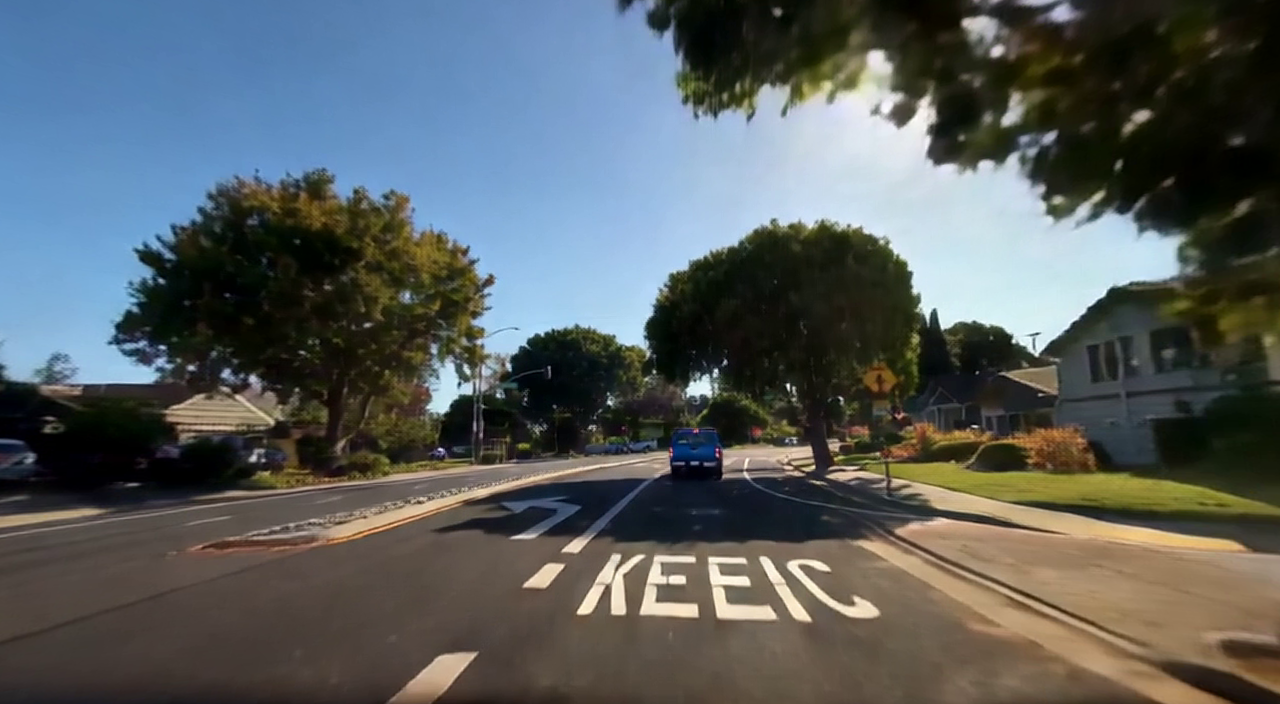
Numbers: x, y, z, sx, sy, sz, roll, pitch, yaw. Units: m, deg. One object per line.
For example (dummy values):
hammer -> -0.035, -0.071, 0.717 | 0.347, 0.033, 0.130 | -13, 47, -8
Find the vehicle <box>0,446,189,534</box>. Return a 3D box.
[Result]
vehicle -> -12.753, 2.949, 14.080 | 1.873, 1.508, 4.483 | -2, -7, 4

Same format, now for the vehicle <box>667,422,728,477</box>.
vehicle -> 2.385, 3.853, 25.059 | 2.153, 1.942, 4.767 | -1, -8, 8

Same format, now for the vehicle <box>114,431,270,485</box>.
vehicle -> -19.857, 4.694, 28.203 | 5.208, 1.960, 2.385 | -3, -8, 0

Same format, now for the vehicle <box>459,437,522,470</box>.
vehicle -> -9.251, 6.314, 39.602 | 2.053, 1.822, 4.852 | -3, -7, 11
